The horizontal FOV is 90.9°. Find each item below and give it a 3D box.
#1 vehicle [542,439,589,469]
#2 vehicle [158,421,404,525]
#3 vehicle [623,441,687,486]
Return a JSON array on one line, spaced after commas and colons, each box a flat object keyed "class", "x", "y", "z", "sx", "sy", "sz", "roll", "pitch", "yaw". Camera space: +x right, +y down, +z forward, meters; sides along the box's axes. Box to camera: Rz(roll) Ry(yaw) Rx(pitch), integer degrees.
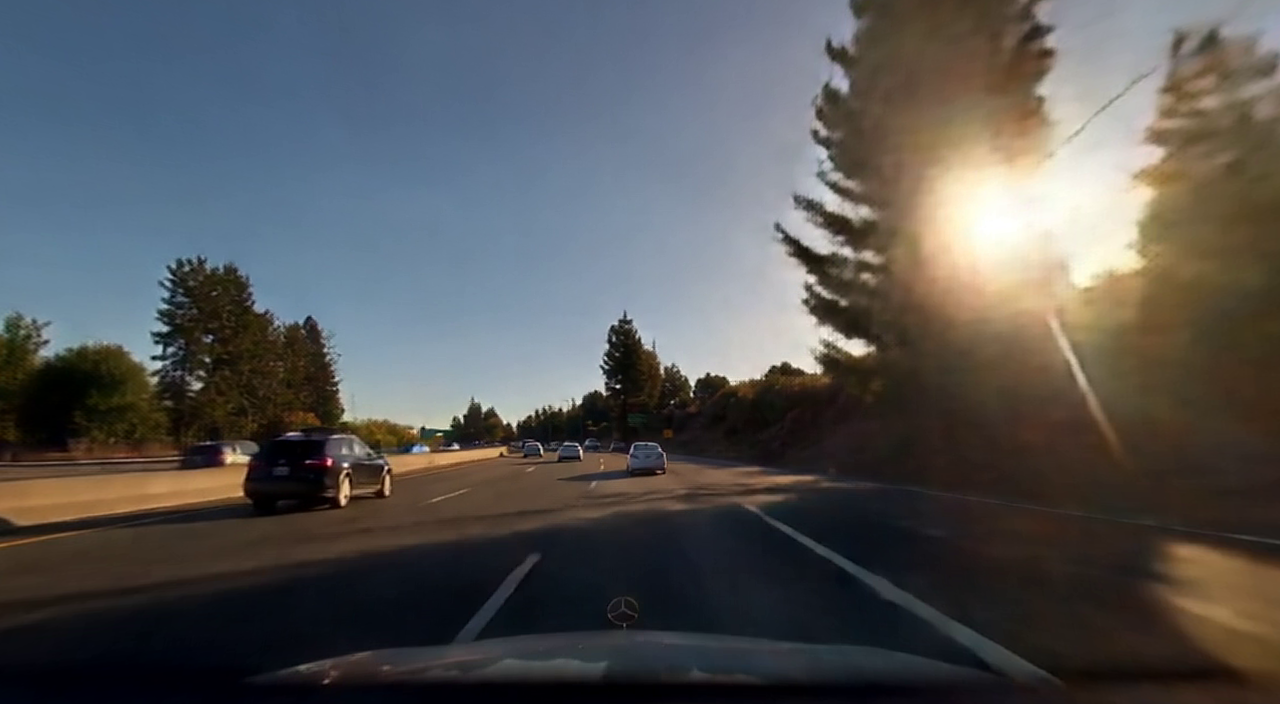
[{"class": "vehicle", "x": -4.110, "y": 5.755, "z": 35.740, "sx": 2.246, "sy": 1.519, "sz": 4.980, "roll": 0, "pitch": -9, "yaw": -2}, {"class": "vehicle", "x": -6.763, "y": 2.336, "z": 12.710, "sx": 2.221, "sy": 1.693, "sz": 4.631, "roll": 0, "pitch": -9, "yaw": 0}, {"class": "vehicle", "x": 0.438, "y": 3.867, "z": 22.173, "sx": 2.051, "sy": 1.444, "sz": 3.927, "roll": 0, "pitch": -9, "yaw": -1}]
